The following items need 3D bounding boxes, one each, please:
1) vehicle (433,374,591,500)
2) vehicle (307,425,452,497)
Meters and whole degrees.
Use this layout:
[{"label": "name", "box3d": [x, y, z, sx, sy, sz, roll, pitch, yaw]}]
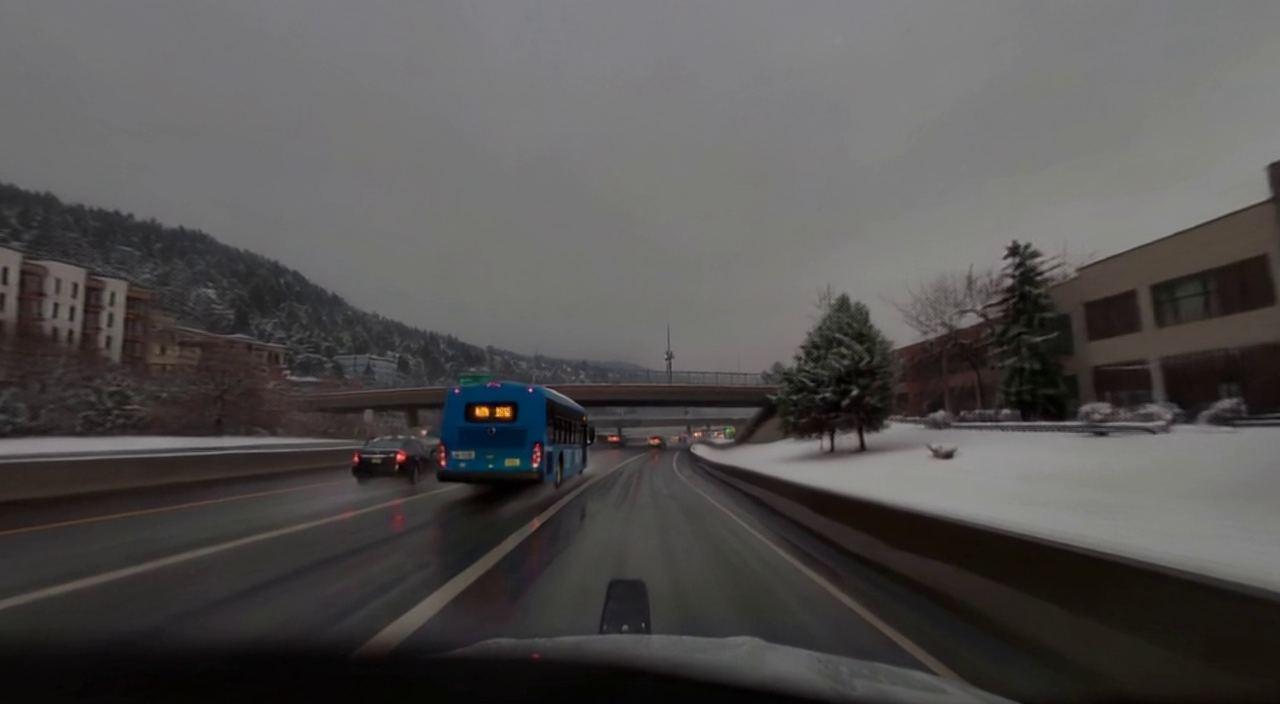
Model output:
[{"label": "vehicle", "box3d": [-3.339, 2.646, 19.125, 2.888, 2.944, 8.373, 0, -9, 1]}, {"label": "vehicle", "box3d": [-6.902, 2.950, 17.342, 1.993, 1.690, 4.450, -1, -9, 1]}]
